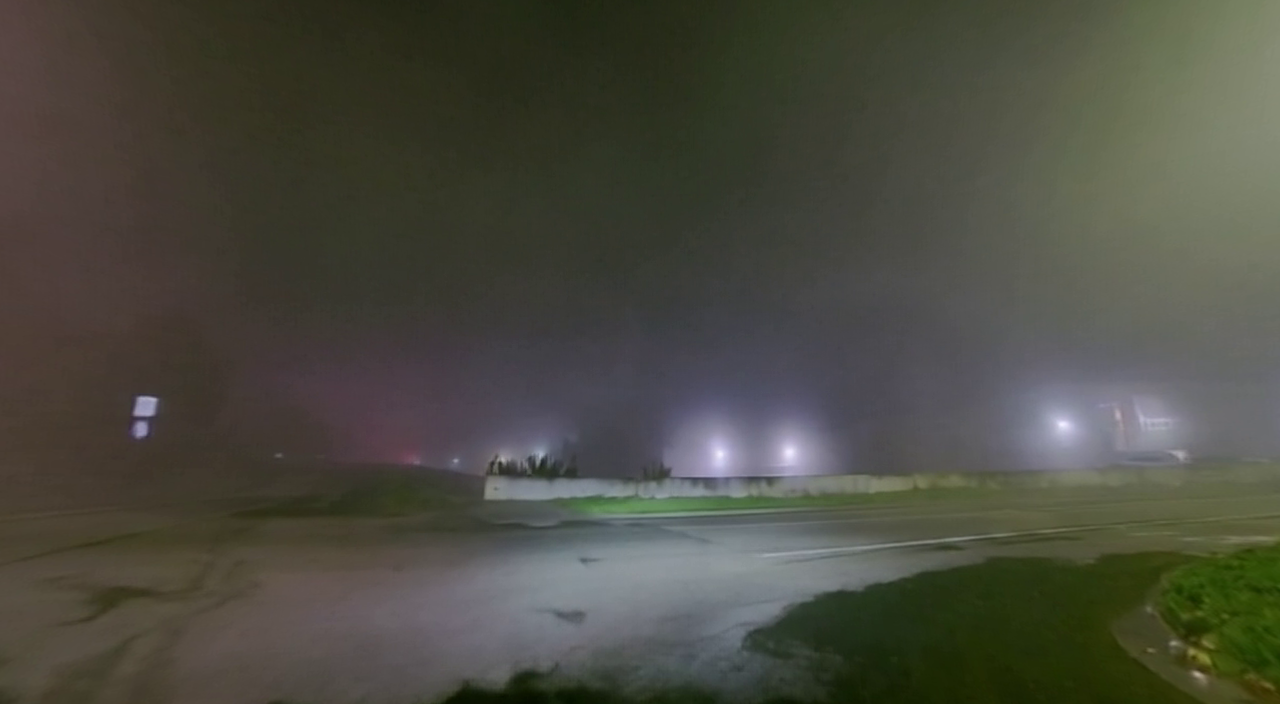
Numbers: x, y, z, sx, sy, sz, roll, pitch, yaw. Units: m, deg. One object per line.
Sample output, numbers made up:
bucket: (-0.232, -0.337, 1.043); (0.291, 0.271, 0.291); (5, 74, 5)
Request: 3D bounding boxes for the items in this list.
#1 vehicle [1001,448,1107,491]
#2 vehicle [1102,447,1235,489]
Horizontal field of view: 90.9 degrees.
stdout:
vehicle: (17.247, 4.975, 26.515); (1.944, 1.608, 3.715); (1, -12, 1)
vehicle: (20.785, 4.631, 25.020); (1.833, 1.490, 3.705); (2, -11, -5)
